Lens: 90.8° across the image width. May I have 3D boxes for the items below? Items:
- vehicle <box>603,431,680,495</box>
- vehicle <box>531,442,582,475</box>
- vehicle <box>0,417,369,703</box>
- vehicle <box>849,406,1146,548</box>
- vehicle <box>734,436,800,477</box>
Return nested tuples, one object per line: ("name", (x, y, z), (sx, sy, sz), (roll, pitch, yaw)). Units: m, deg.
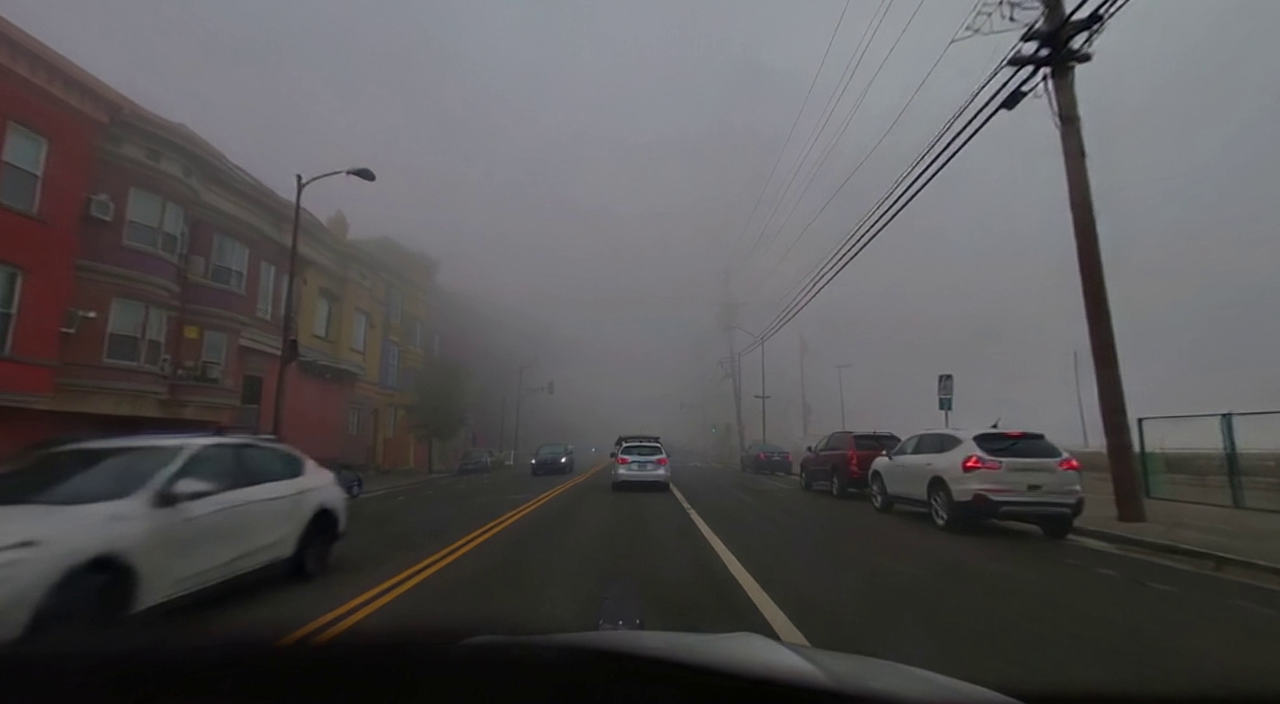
("vehicle", (0.045, 3.147, 18.230), (1.980, 1.635, 3.795), (0, -9, 0))
("vehicle", (-4.088, 5.257, 31.502), (1.968, 1.524, 4.304), (0, -9, 0))
("vehicle", (-4.175, 1.398, 5.188), (1.944, 1.515, 4.428), (0, -9, 0))
("vehicle", (6.227, 2.270, 12.282), (2.203, 2.052, 5.975), (0, -9, -1))
("vehicle", (6.337, 5.294, 32.257), (2.197, 1.917, 5.637), (0, -9, 0))
